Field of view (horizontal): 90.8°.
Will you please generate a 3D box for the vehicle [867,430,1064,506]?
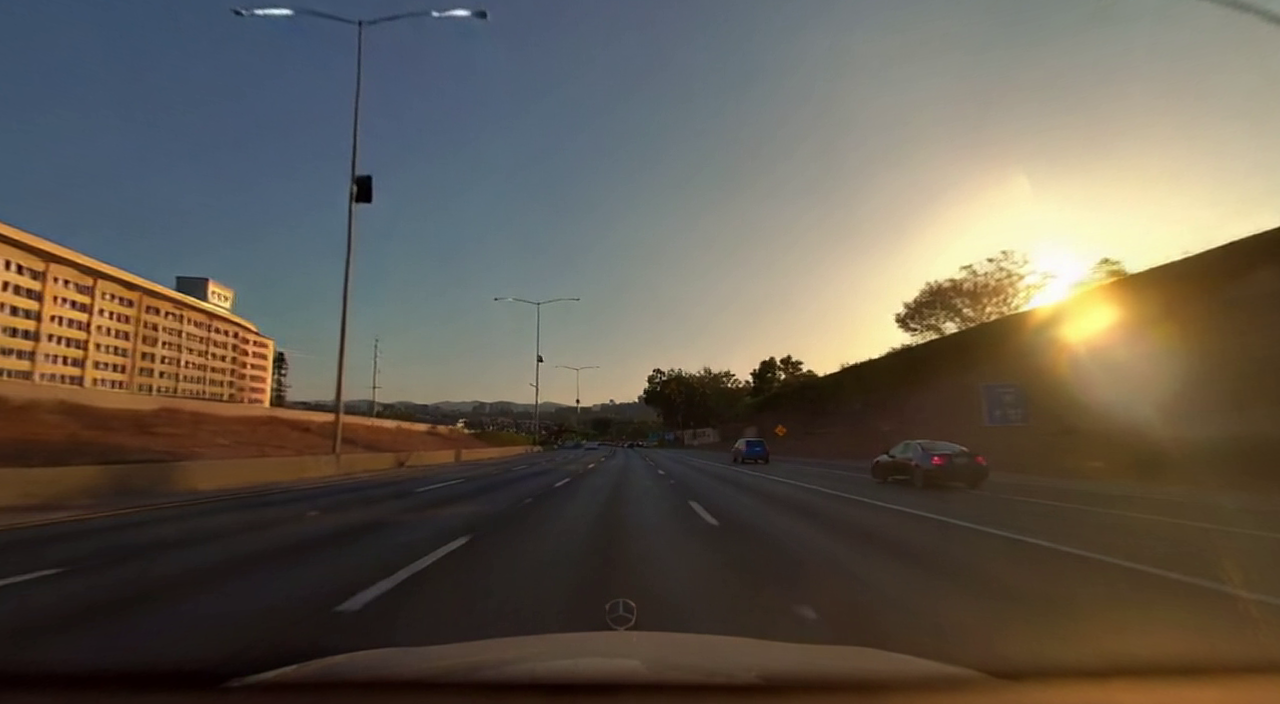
[{"bbox_3d":[8.026,2.904,16.372,2.165,1.636,5.175,1,-8,-3],"label":"vehicle"}]
